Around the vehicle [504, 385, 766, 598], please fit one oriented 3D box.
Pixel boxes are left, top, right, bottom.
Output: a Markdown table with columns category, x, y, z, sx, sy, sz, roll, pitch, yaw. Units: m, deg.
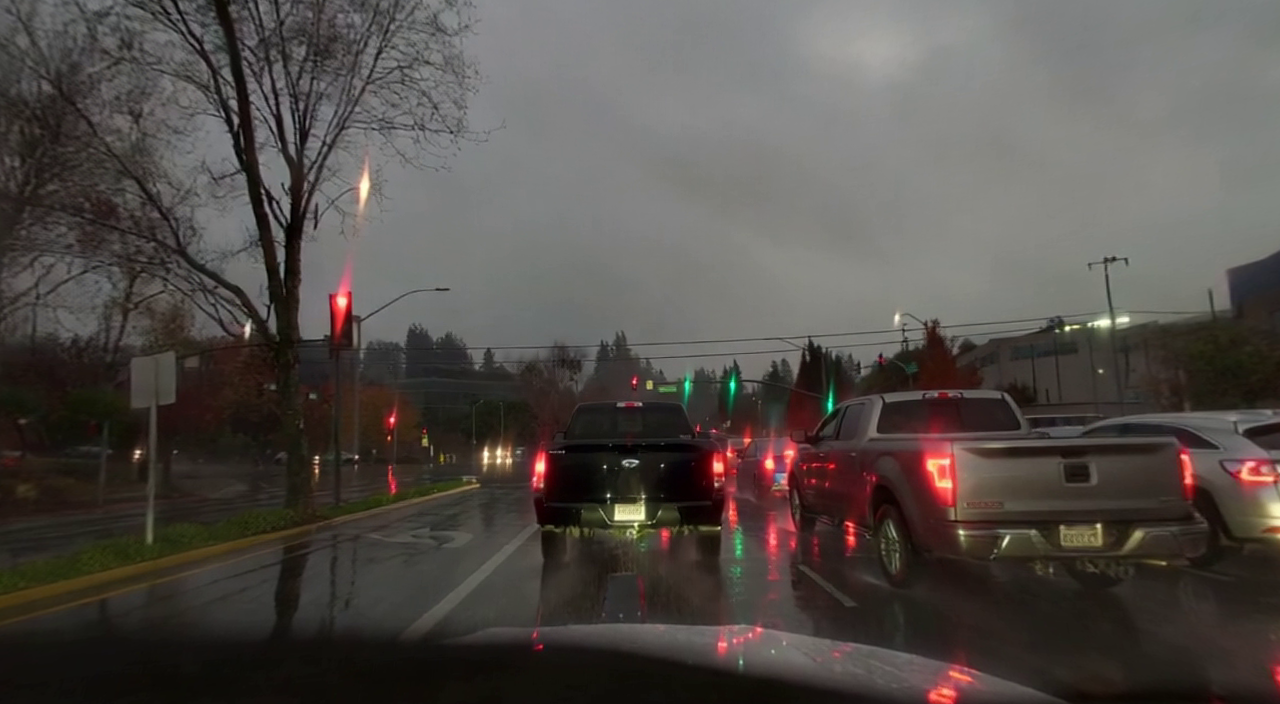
| category | x | y | z | sx | sy | sz | roll | pitch | yaw |
| --- | --- | --- | --- | --- | --- | --- | --- | --- | --- |
| vehicle | -0.068 | 1.571 | 8.007 | 2.240 | 1.821 | 5.001 | 0 | -9 | -1 |

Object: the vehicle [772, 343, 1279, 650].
| category | x | y | z | sx | sy | sz | roll | pitch | yaw |
| --- | --- | --- | --- | --- | --- | --- | --- | --- | --- |
| vehicle | 3.317 | 1.329 | 6.936 | 2.412 | 1.953 | 5.682 | 0 | -9 | -1 |

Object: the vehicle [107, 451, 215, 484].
| category | x | y | z | sx | sy | sz | roll | pitch | yaw |
| --- | --- | --- | --- | --- | --- | --- | --- | --- | --- |
| vehicle | -26.394 | 6.332 | 35.002 | 4.437 | 1.669 | 1.936 | 5 | -10 | -30 |
